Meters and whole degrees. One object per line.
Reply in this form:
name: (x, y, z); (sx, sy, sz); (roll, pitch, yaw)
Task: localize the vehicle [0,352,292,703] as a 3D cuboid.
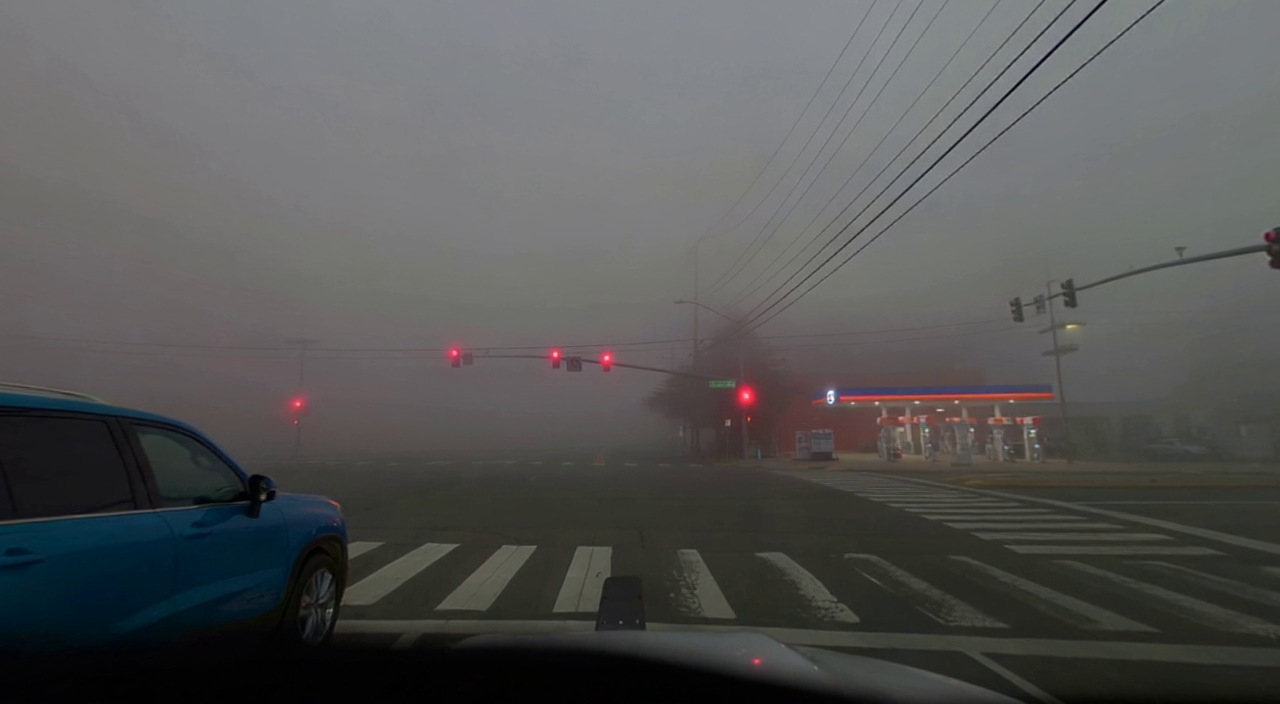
vehicle: (-3.431, 0.805, 2.042); (2.053, 1.690, 4.364); (0, -9, 1)

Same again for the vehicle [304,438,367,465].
vehicle: (-20.468, 6.726, 42.533); (2.004, 1.699, 4.486); (0, -9, 0)
